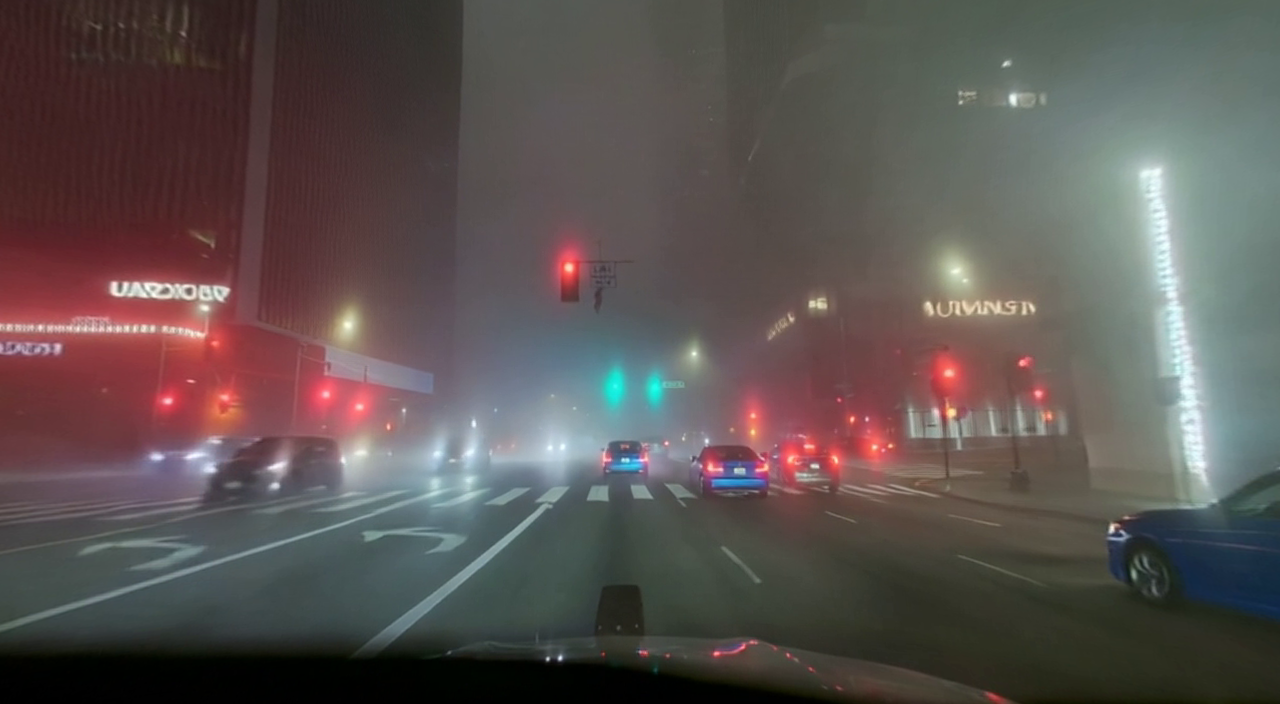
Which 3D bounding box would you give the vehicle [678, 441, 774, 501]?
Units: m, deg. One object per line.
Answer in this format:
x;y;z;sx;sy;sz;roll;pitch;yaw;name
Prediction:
2.303;3.345;18.160;1.987;1.484;4.427;0;-9;-2;vehicle

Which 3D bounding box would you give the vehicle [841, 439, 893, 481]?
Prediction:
10.653;4.991;29.481;2.008;1.794;4.640;-4;-9;21;vehicle

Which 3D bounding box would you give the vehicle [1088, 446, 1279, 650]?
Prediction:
5.680;1.370;4.203;1.914;1.484;4.639;0;-9;-1;vehicle

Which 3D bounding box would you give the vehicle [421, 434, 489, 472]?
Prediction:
-9.625;5.325;33.397;2.142;1.817;4.823;0;-9;0;vehicle

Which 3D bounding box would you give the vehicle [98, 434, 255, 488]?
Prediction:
-15.998;3.765;22.196;2.087;1.676;4.567;0;-9;-1;vehicle

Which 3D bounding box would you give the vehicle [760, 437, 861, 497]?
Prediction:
5.513;3.761;21.097;2.015;1.745;4.444;0;-9;-2;vehicle

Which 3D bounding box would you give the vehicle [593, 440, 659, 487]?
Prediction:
-0.472;3.874;22.230;2.096;1.457;4.160;0;-9;-1;vehicle

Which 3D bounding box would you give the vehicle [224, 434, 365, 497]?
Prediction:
-10.077;3.320;18.861;1.879;1.637;4.100;0;-9;0;vehicle
